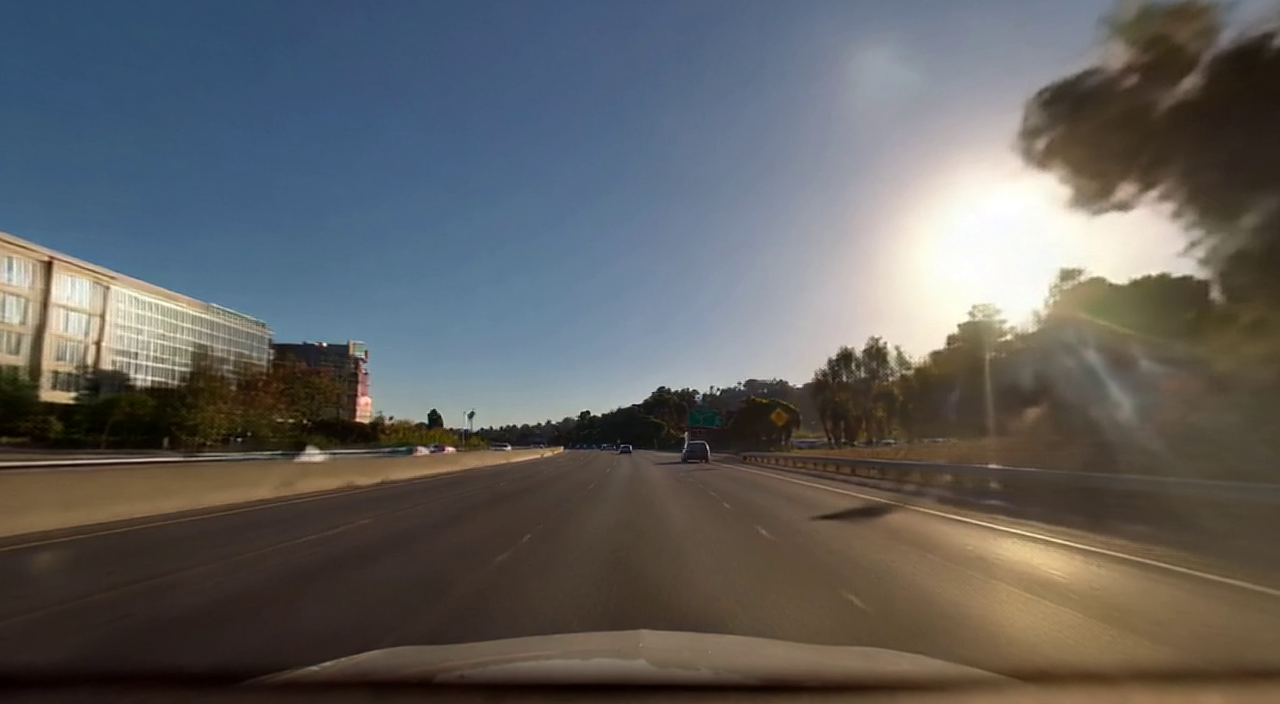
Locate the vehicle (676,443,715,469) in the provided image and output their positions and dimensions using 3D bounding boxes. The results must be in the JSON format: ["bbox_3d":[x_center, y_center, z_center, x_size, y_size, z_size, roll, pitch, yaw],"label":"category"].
[{"bbox_3d":[3.441,6.522,39.705,1.926,1.477,4.025,0,-9,-2],"label":"vehicle"}]

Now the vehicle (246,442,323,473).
[{"bbox_3d":[-20.584,6.103,36.707,1.927,1.707,4.389,0,-9,-1],"label":"vehicle"}]

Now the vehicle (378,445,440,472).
[{"bbox_3d":[-13.503,6.235,37.154,1.926,1.470,4.614,0,-9,-1],"label":"vehicle"}]
